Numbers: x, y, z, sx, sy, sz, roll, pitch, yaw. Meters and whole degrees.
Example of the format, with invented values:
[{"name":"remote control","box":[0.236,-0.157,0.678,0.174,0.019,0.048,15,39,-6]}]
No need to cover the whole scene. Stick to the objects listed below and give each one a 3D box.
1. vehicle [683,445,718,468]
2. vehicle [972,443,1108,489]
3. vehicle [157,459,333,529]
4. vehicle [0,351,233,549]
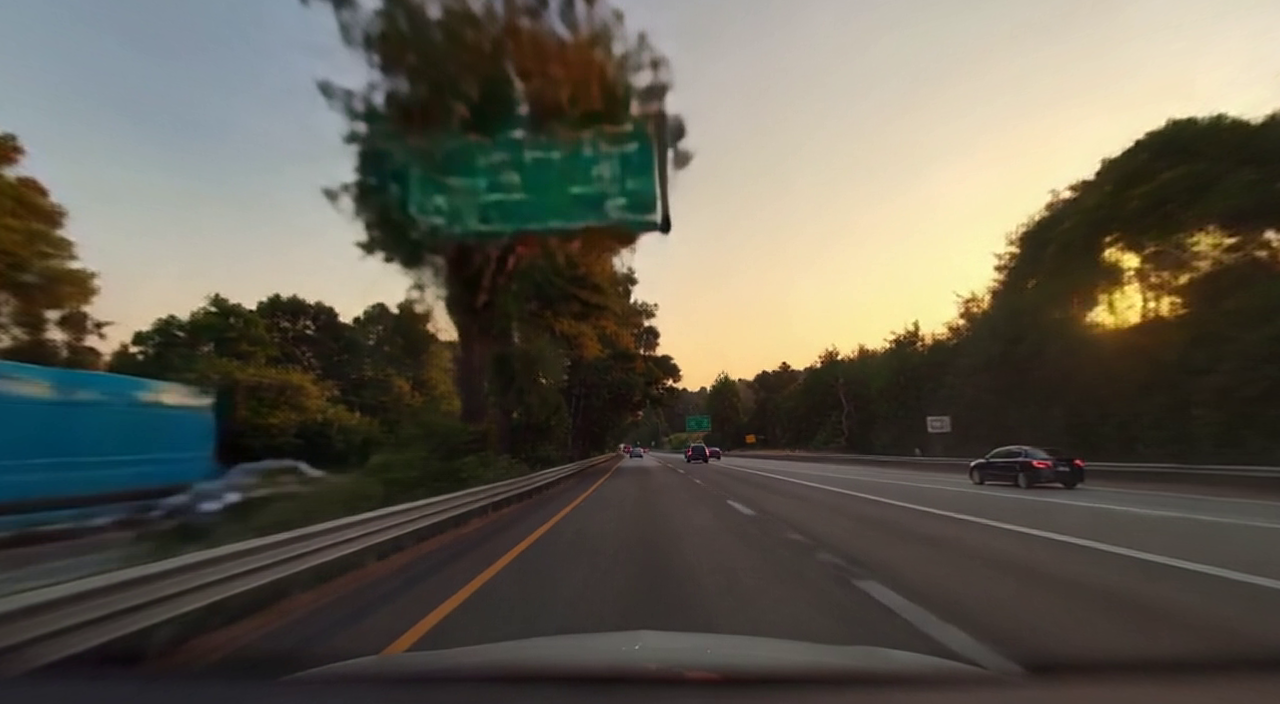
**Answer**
[{"name":"vehicle","box":[4.340,7.593,45.875,2.058,1.605,4.116,0,-9,-2]},{"name":"vehicle","box":[13.357,3.825,21.361,1.926,1.386,3.719,1,-9,-5]},{"name":"vehicle","box":[-9.519,3.406,15.631,1.840,1.440,3.882,0,-9,0]},{"name":"vehicle","box":[-13.528,1.851,11.883,2.869,3.713,13.278,0,-9,0]}]
